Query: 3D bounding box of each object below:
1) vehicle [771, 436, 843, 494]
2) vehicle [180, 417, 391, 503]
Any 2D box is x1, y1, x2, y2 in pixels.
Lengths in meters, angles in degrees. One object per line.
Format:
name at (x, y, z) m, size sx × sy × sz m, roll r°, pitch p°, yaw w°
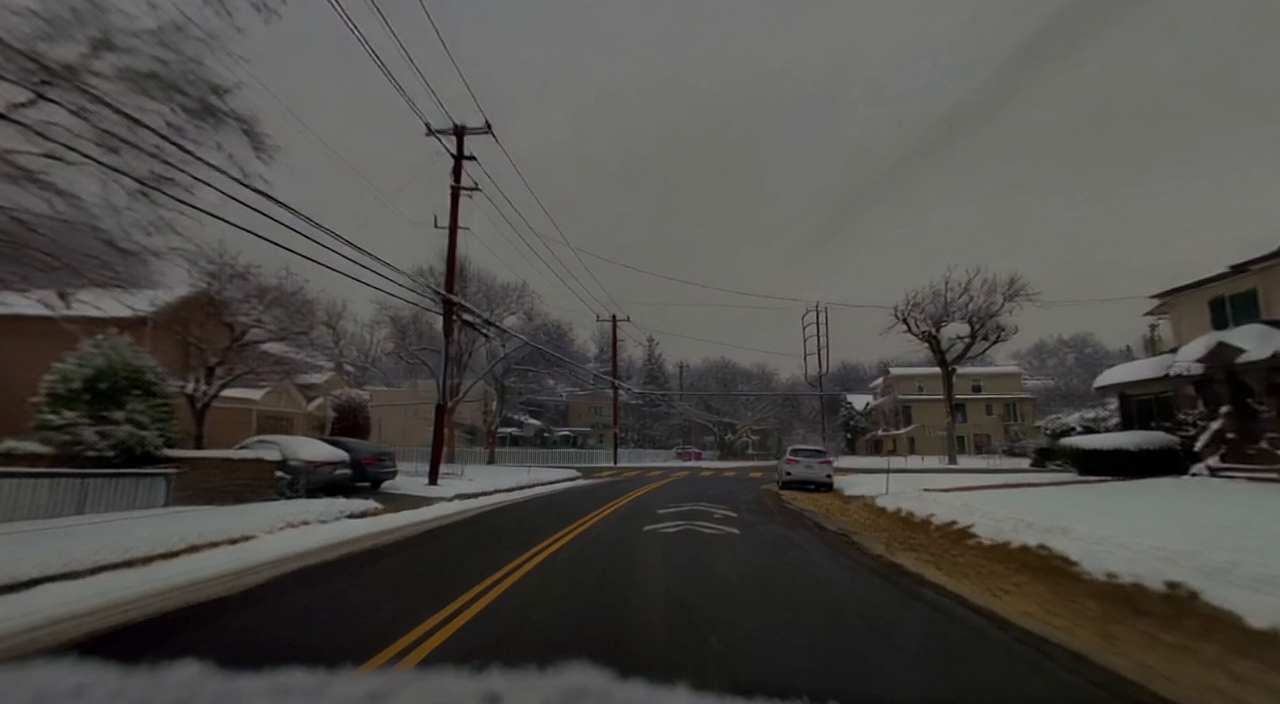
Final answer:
vehicle at (5.855, 3.989, 22.697) m, size 2.070 × 1.847 × 4.457 m, roll -1°, pitch -9°, yaw 10°
vehicle at (-10.747, 3.267, 19.364) m, size 5.228 × 2.041 × 2.023 m, roll 4°, pitch -8°, yaw 7°
